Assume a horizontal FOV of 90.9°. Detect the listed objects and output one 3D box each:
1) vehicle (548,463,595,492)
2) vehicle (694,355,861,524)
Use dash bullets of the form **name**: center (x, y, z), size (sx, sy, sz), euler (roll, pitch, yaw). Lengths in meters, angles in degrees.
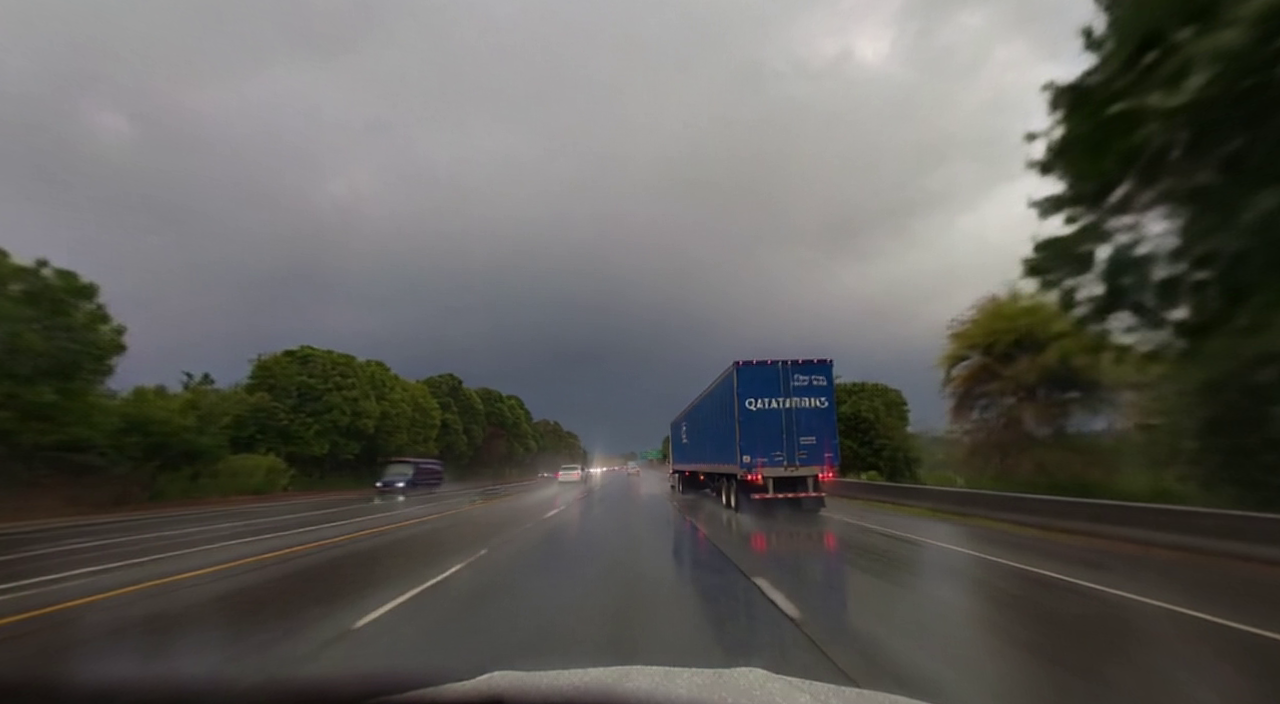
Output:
- **vehicle**: center (-3.982, 7.408, 37.470), size (2.180, 1.556, 4.895), euler (1, -10, 0)
- **vehicle**: center (3.736, 3.039, 20.512), size (2.871, 4.032, 10.642), euler (1, -10, -1)
